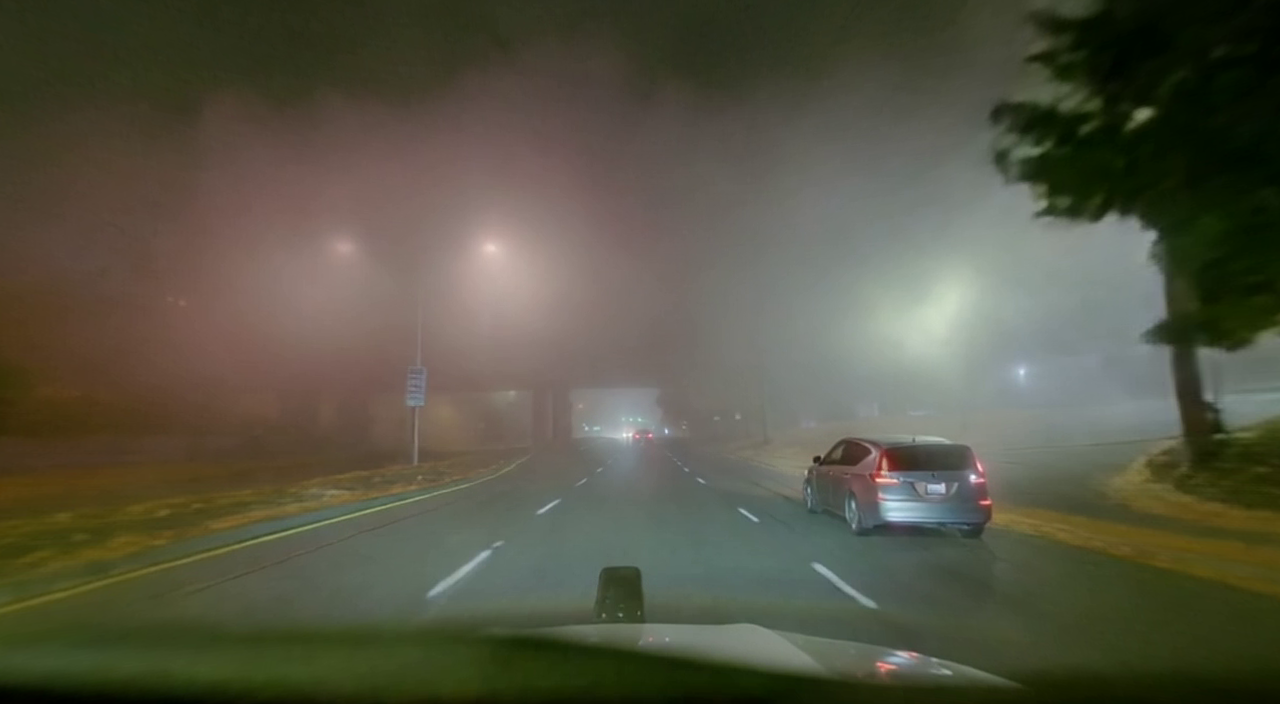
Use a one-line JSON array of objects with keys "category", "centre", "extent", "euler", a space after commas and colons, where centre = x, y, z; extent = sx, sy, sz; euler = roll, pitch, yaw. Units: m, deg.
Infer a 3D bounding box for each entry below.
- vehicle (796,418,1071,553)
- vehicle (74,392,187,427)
[{"category": "vehicle", "centre": [3.957, 1.872, 9.563], "extent": [2.063, 1.542, 4.420], "euler": [0, -8, 1]}, {"category": "vehicle", "centre": [-37.151, 4.298, 46.230], "extent": [2.256, 2.170, 6.436], "euler": [-1, -8, 9]}]
